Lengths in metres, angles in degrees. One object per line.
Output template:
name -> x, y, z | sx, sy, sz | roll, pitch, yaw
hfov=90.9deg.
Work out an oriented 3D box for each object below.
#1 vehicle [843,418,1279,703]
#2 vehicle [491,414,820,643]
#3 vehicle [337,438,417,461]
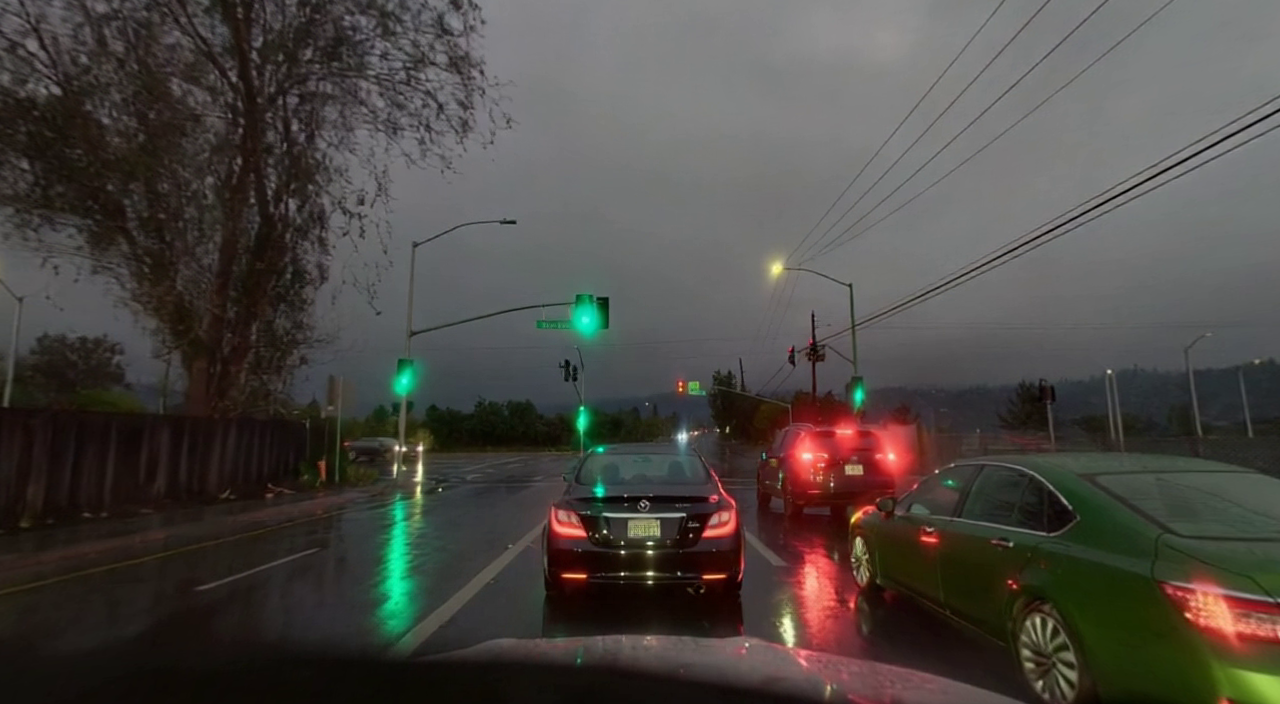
vehicle -> 3.092, 1.245, 4.135 | 2.027, 1.432, 4.431 | 0, -8, 0
vehicle -> 0.064, 1.488, 6.423 | 2.170, 1.497, 4.369 | 0, -8, -1
vehicle -> -17.243, 6.411, 41.466 | 4.406, 1.458, 1.892 | -1, -8, 7
